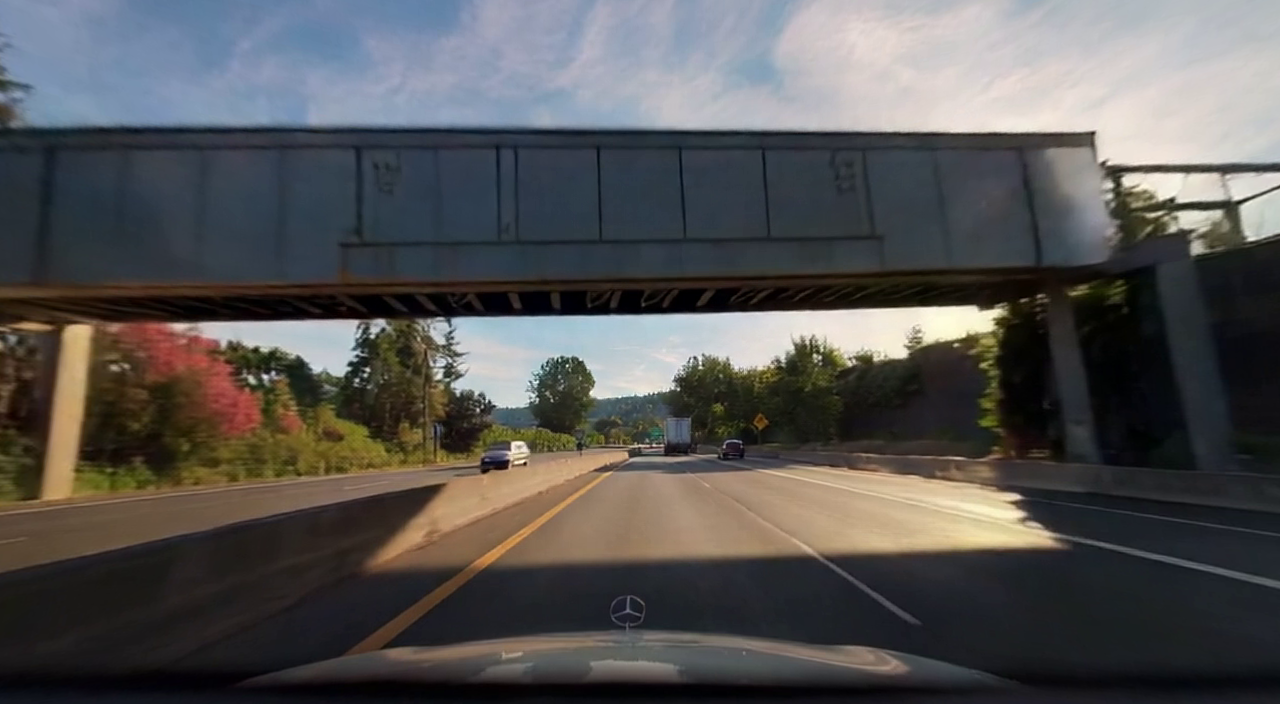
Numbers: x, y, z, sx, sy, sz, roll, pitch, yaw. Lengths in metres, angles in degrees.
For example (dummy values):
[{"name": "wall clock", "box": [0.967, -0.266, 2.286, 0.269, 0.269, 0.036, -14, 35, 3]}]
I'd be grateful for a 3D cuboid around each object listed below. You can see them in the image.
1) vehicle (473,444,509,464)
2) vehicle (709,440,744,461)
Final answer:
[{"name": "vehicle", "box": [-11.321, 7.745, 48.043, 1.781, 1.462, 3.694, 0, -8, 1]}, {"name": "vehicle", "box": [6.283, 7.203, 46.107, 2.007, 1.470, 4.040, 0, -8, 1]}]
